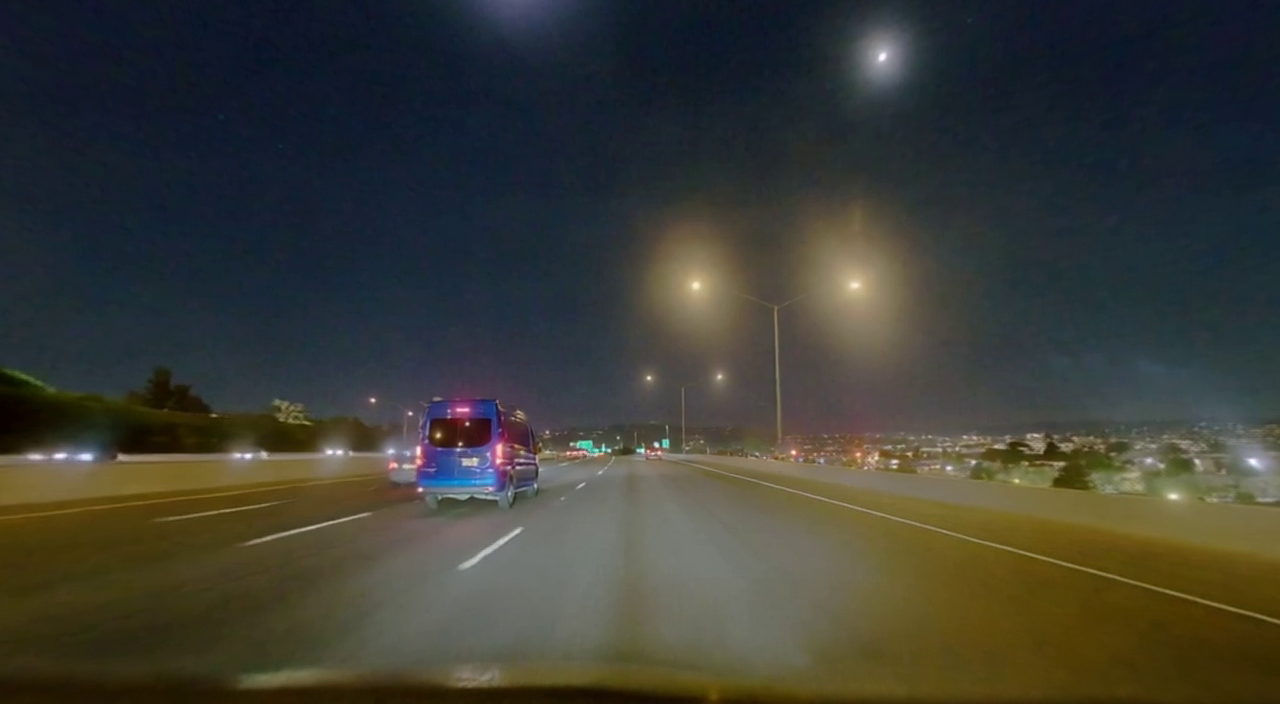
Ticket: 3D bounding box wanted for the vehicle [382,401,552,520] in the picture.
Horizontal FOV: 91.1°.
[{"bbox_3d":[-3.679,2.480,14.717,2.372,2.248,5.393,0,-9,1],"label":"vehicle"}]
